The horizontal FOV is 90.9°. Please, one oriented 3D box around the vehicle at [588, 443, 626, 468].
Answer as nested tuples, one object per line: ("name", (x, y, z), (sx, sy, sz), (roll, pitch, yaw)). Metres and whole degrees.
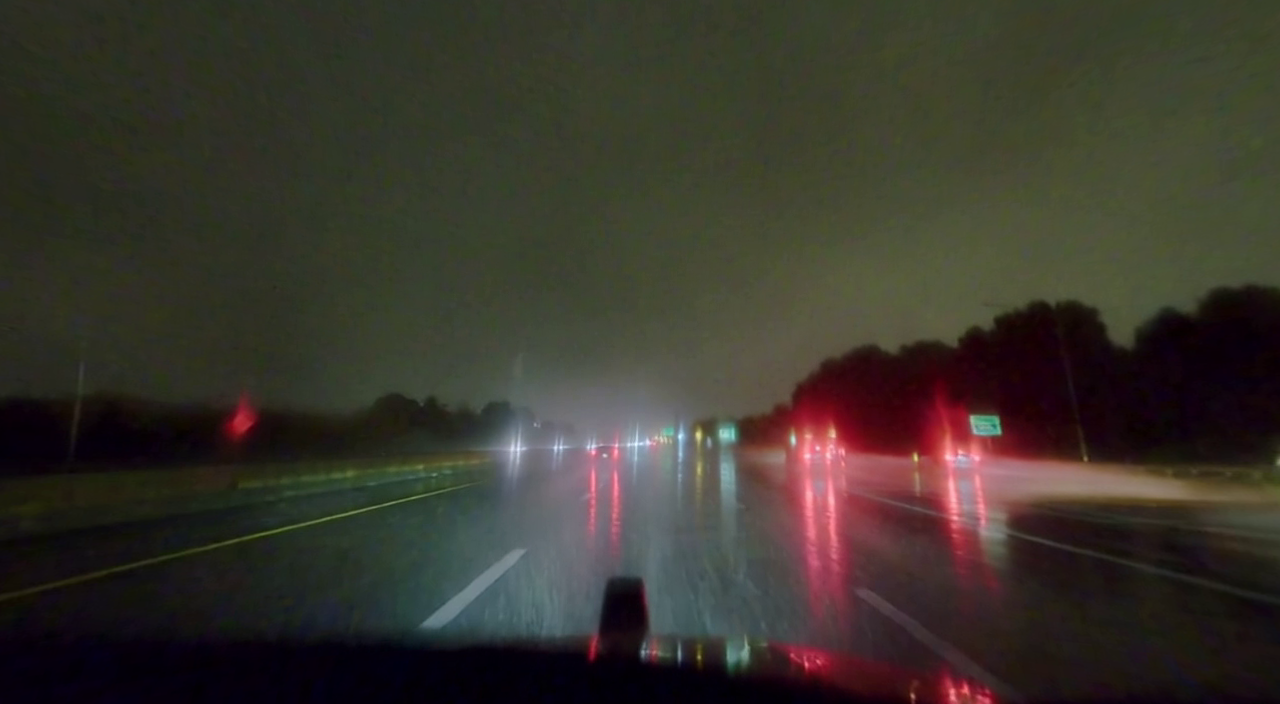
("vehicle", (-2.073, 6.636, 40.668), (1.968, 1.504, 3.892), (-1, -8, 4))
